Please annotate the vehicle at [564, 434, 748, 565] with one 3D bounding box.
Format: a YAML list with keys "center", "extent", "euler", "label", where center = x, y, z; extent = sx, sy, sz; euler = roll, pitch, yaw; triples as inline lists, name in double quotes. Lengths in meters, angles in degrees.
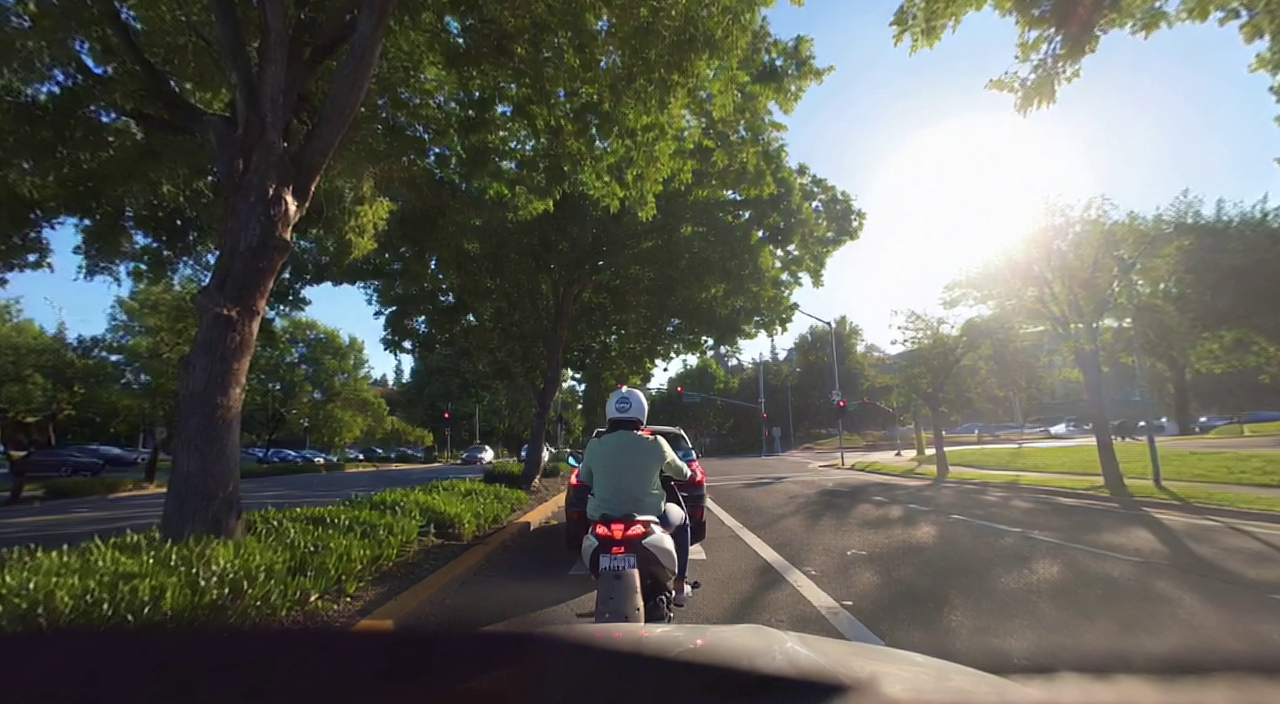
- center: [0.138, 2.000, 9.435]
  extent: [2.093, 1.450, 4.437]
  euler: [0, -8, -1]
  label: "vehicle"
